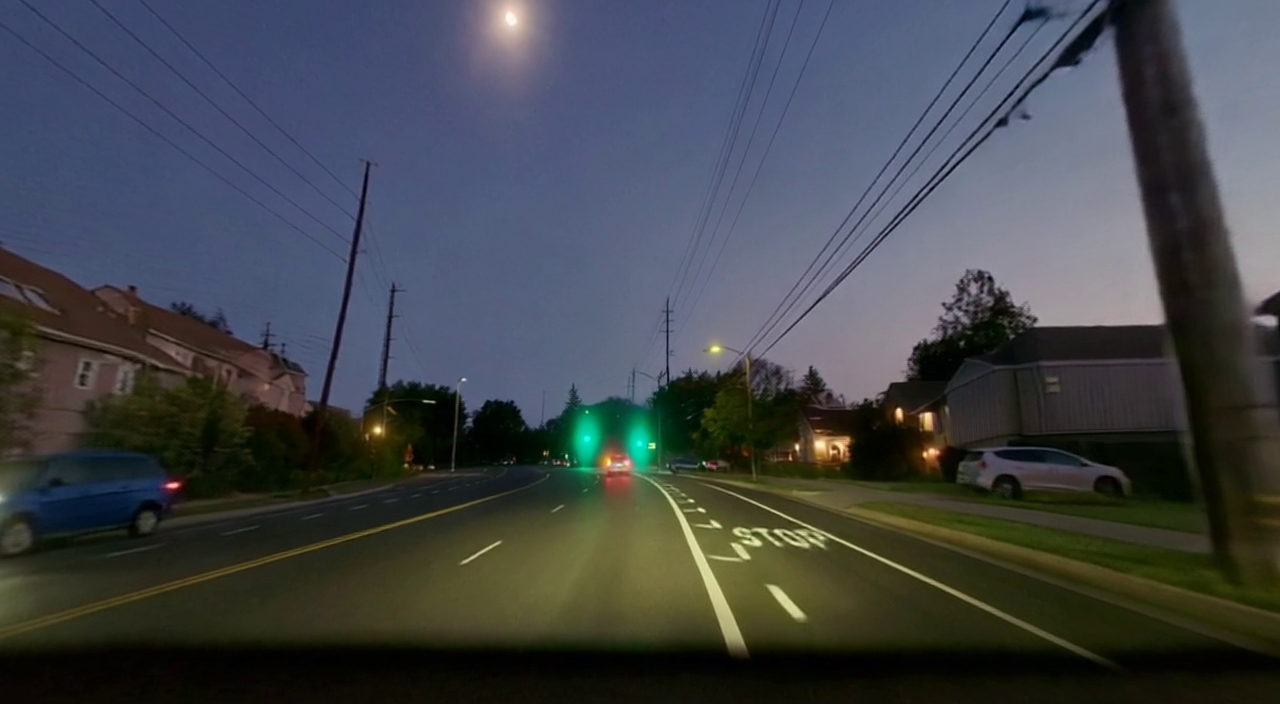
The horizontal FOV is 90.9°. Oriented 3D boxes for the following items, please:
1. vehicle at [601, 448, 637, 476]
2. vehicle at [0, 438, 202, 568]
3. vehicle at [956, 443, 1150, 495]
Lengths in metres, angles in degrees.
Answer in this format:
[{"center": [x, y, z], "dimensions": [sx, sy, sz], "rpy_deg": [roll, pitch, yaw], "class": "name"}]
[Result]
[{"center": [-1.629, 8.057, 46.350], "dimensions": [2.284, 1.741, 4.702], "rpy_deg": [3, -8, -5], "class": "vehicle"}, {"center": [-11.196, 2.688, 11.949], "dimensions": [1.998, 2.047, 5.167], "rpy_deg": [0, -8, 0], "class": "vehicle"}, {"center": [12.645, 3.583, 19.512], "dimensions": [4.648, 1.511, 1.919], "rpy_deg": [0, -8, -2], "class": "vehicle"}]
